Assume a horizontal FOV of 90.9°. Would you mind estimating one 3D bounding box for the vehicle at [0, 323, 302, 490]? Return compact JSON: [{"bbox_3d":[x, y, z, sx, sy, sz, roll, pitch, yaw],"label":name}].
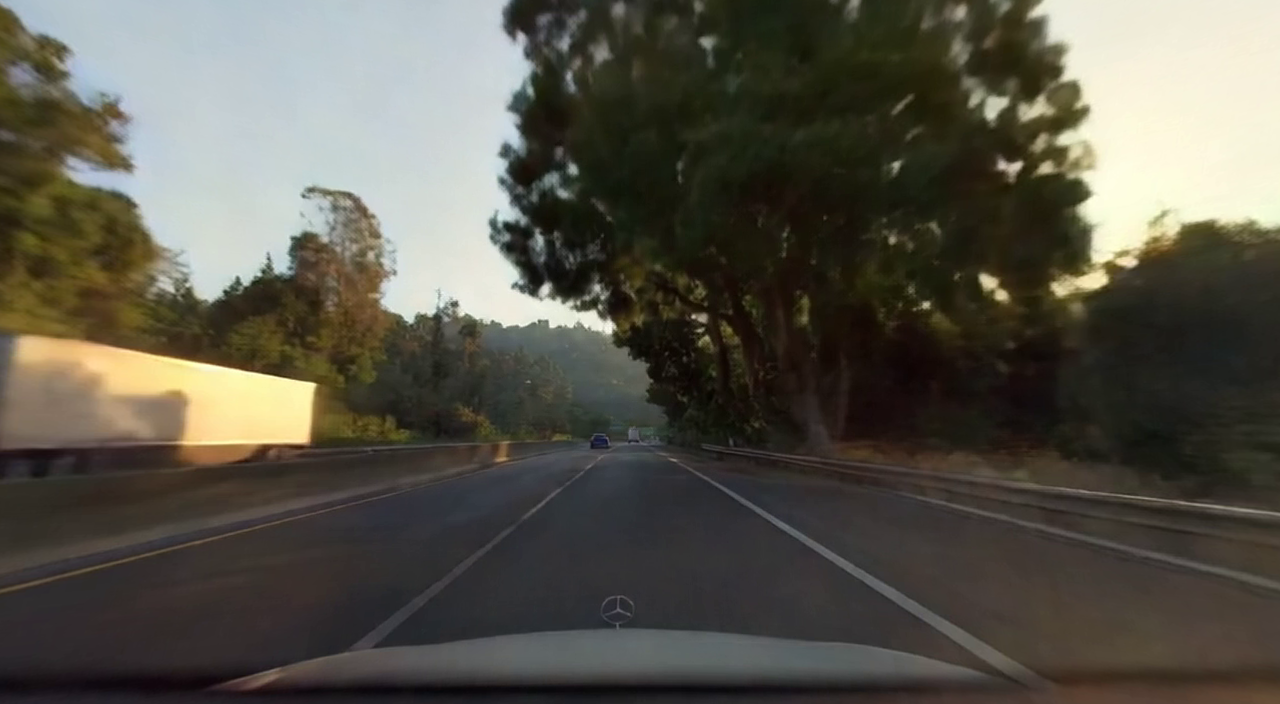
[{"bbox_3d":[-17.086,2.146,21.423,2.947,4.005,15.108,0,-8,-1],"label":"vehicle"}]
